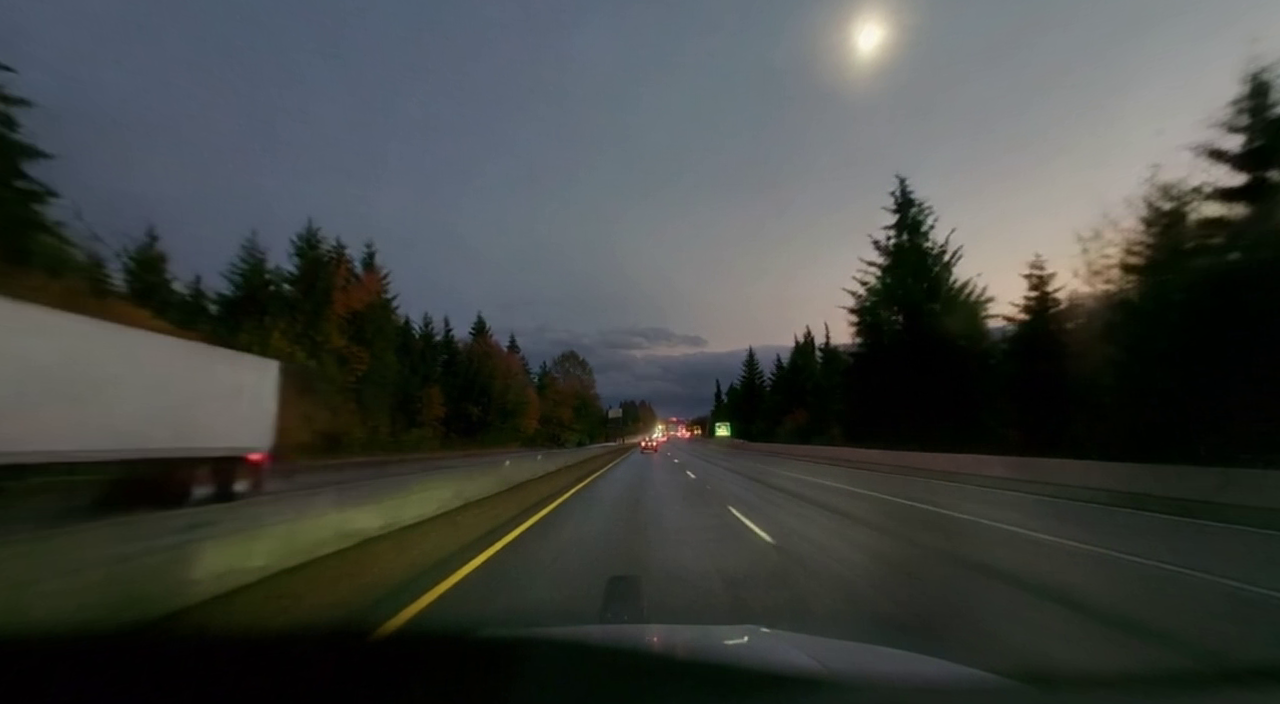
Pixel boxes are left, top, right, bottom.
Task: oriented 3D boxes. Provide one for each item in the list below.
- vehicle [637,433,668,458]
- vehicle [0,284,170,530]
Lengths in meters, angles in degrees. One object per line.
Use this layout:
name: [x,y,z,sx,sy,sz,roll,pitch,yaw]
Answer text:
vehicle: [0.781,6.087,40.926,1.924,1.498,3.817,0,-8,0]
vehicle: [-11.489,0.552,7.702,2.835,3.812,10.934,0,-8,1]
